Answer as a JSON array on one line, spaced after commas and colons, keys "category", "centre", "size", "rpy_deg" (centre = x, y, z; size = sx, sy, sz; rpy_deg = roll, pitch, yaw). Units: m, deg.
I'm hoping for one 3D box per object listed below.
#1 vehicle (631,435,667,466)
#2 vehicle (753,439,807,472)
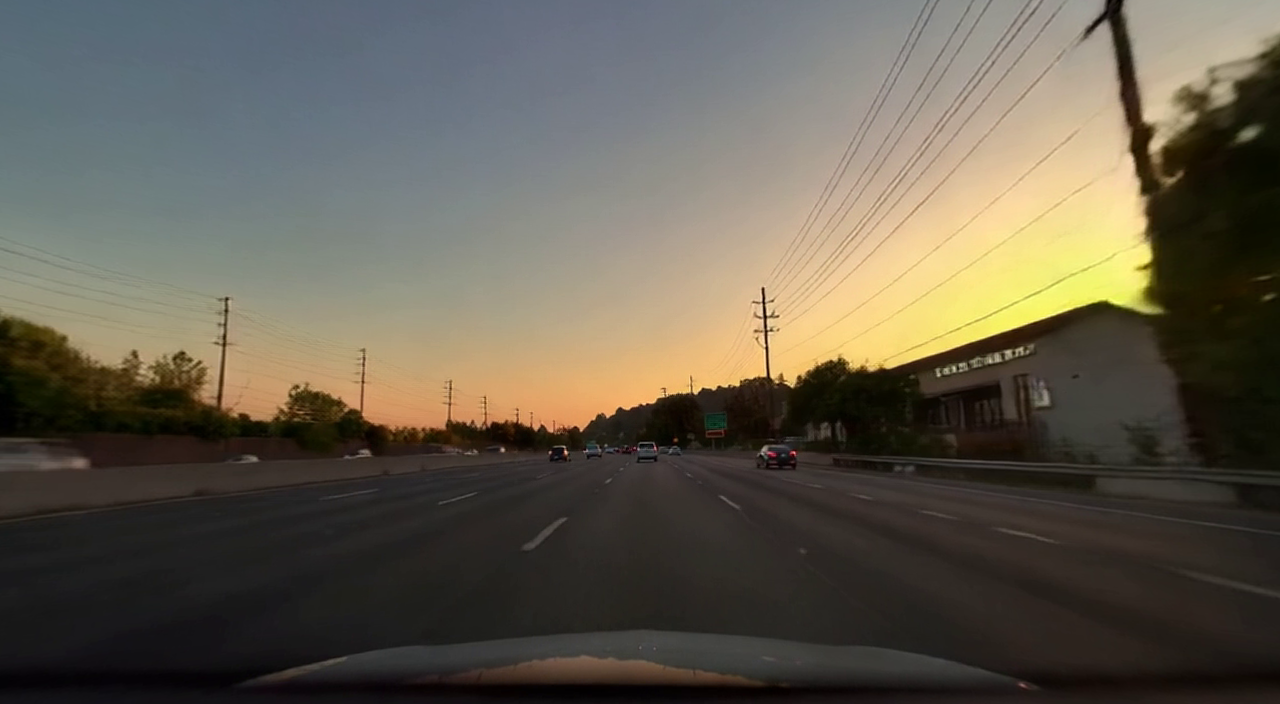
[{"category": "vehicle", "centre": [0.674, 7.715, 49.444], "size": [2.622, 2.208, 5.320], "rpy_deg": [0, -9, 0]}, {"category": "vehicle", "centre": [7.617, 5.673, 34.761], "size": [1.937, 1.698, 4.322], "rpy_deg": [0, -9, -1]}]
